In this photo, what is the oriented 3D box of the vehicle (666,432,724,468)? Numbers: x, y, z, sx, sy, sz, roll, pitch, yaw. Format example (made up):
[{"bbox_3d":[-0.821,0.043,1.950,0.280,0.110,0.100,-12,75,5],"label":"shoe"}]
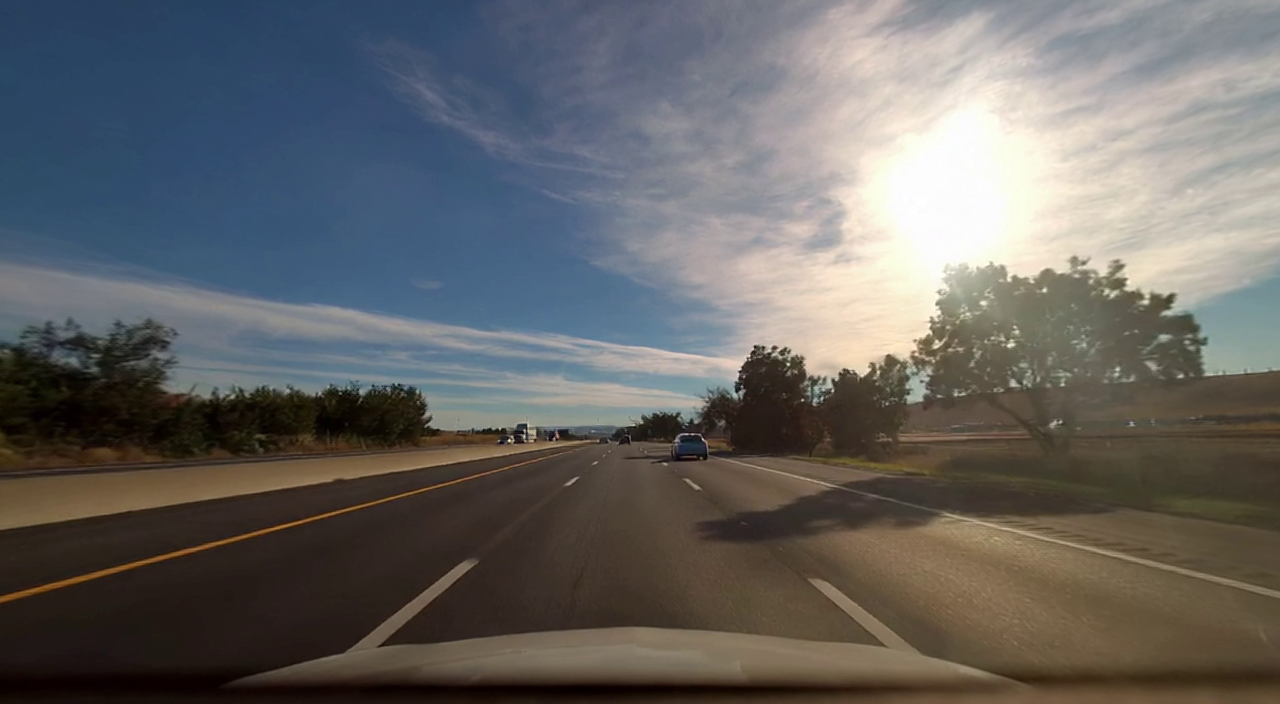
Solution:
[{"bbox_3d":[2.635,4.836,31.207,2.349,1.651,4.161,0,-8,-2],"label":"vehicle"}]
